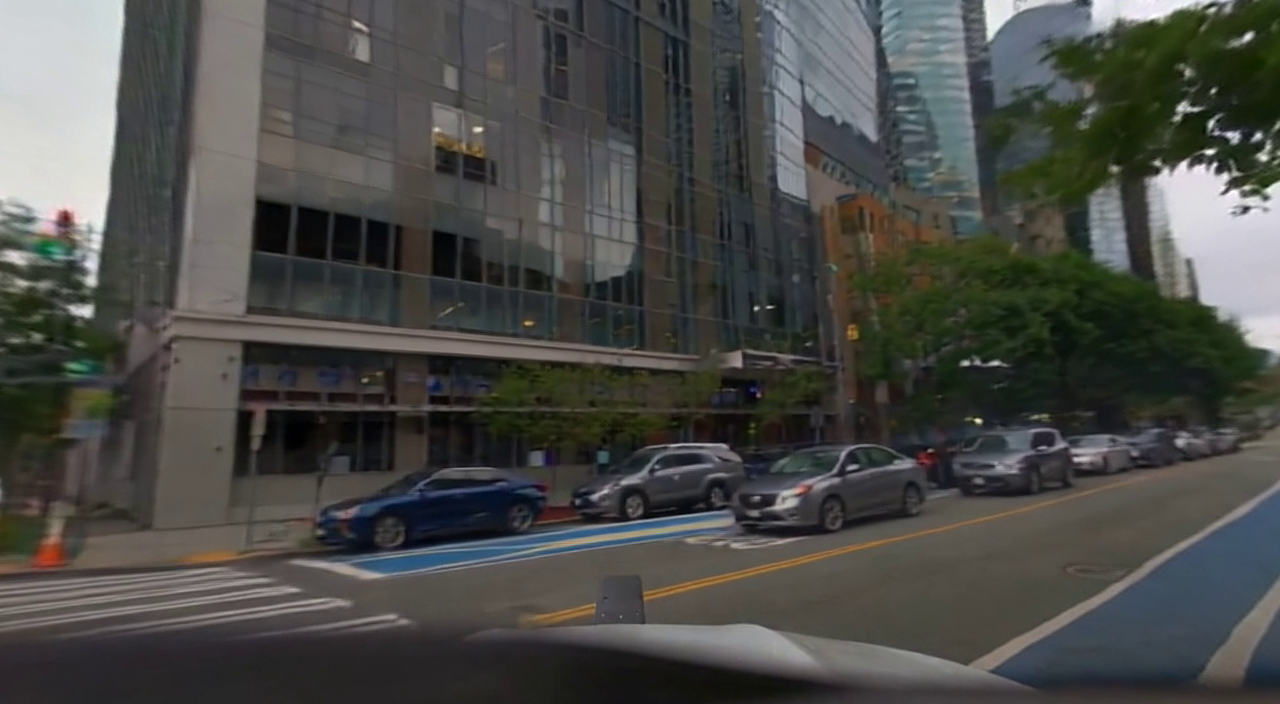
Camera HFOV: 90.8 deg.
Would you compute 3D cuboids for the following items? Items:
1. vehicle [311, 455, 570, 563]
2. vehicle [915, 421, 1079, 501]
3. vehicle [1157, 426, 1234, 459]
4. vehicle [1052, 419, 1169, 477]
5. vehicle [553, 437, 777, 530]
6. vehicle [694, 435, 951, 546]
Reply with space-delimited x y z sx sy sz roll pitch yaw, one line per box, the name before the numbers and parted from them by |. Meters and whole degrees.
vehicle | -4.023 3.183 13.249 4.705 1.732 1.996 7 -17 -41
vehicle | 9.525 2.838 16.731 4.573 1.814 2.173 6 -12 -40
vehicle | 29.455 4.779 33.458 4.783 1.621 2.266 6 -11 -40
vehicle | 16.918 3.416 22.656 4.472 1.848 2.225 6 -10 -40
vehicle | 0.855 3.497 17.460 6.107 2.086 2.348 6 -14 -41
vehicle | 3.433 2.304 11.390 4.888 1.558 2.017 6 -11 -40
